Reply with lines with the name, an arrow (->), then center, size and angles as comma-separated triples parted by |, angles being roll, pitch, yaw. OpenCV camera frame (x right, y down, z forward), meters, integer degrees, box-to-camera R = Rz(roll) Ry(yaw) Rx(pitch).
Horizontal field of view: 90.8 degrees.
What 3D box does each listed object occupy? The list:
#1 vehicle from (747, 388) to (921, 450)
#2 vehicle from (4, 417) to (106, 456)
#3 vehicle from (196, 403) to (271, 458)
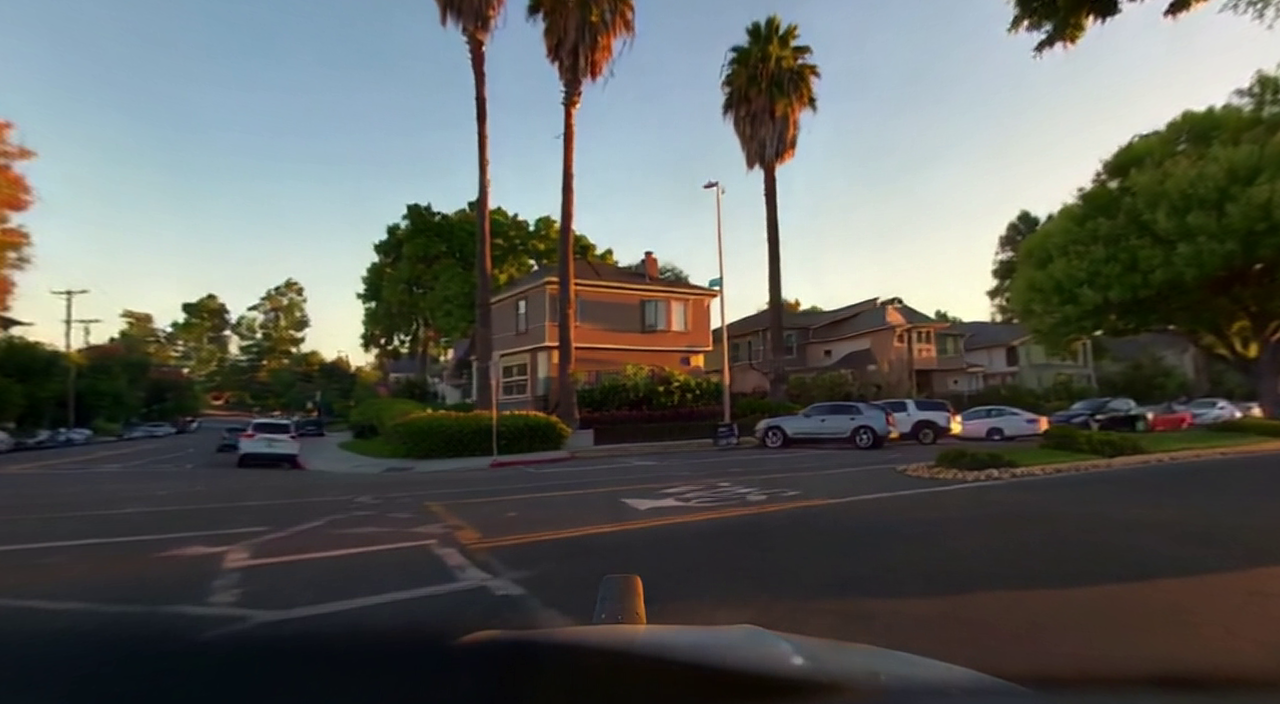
vehicle -> 6.032, 2.227, 20.128 | 4.866, 1.752, 1.998 | -8, -12, 44
vehicle -> -25.446, 3.743, 27.672 | 2.071, 1.538, 4.428 | 4, -9, -27
vehicle -> -16.450, 3.265, 25.785 | 2.154, 2.035, 4.261 | 5, -10, -29
